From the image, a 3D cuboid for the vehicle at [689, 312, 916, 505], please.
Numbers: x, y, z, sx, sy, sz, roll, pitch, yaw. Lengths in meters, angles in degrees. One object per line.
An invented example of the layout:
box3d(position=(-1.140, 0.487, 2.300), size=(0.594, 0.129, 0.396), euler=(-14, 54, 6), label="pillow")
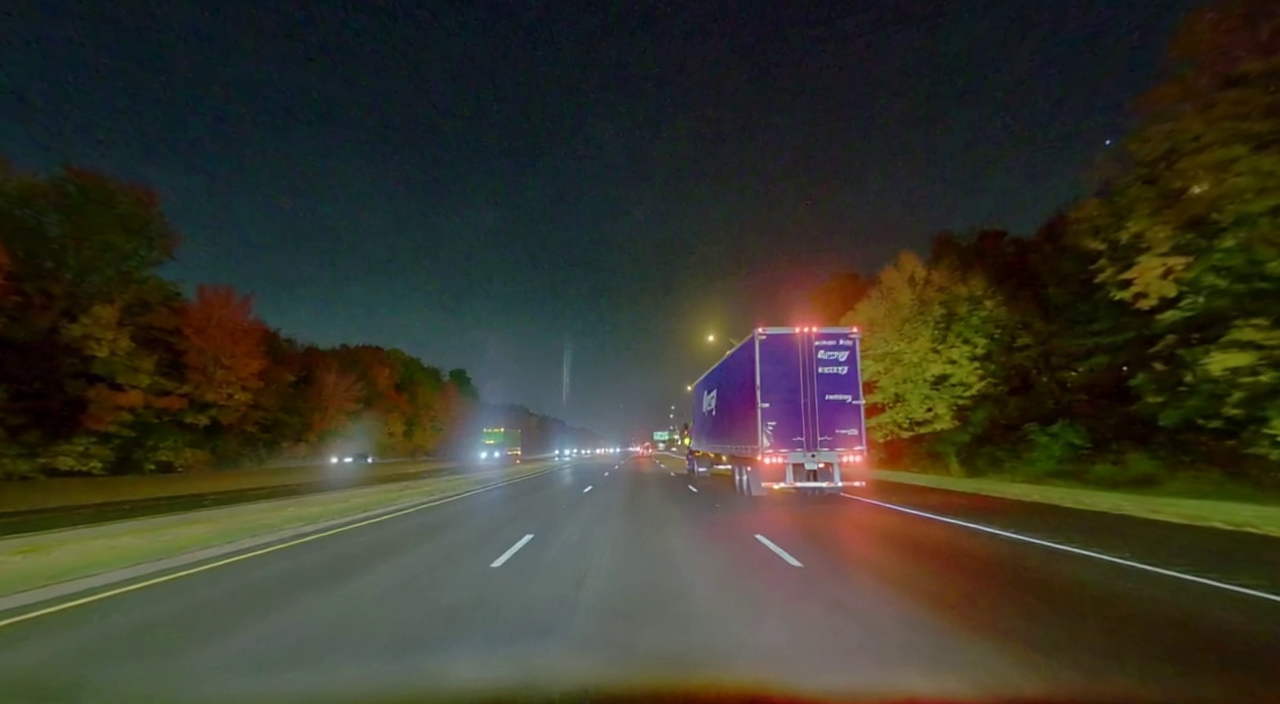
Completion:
box3d(position=(3.899, 2.385, 20.990), size=(3.003, 3.880, 16.814), euler=(0, -9, 0), label="vehicle")
